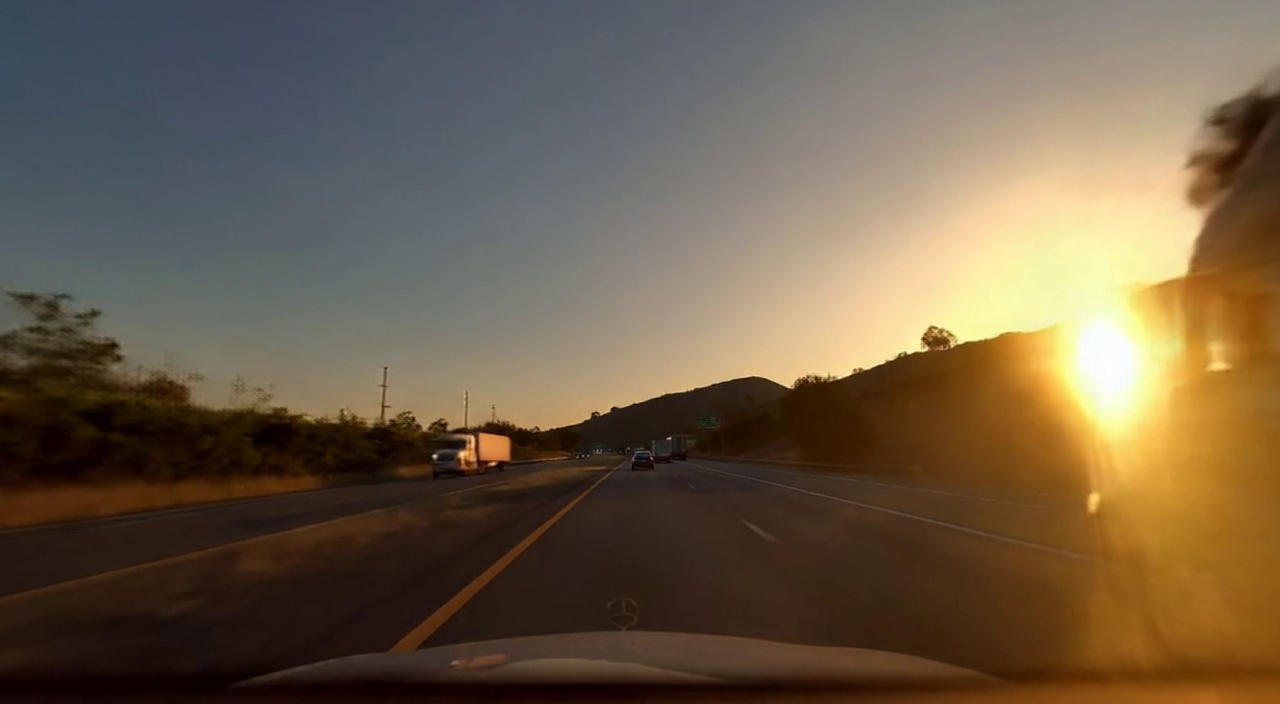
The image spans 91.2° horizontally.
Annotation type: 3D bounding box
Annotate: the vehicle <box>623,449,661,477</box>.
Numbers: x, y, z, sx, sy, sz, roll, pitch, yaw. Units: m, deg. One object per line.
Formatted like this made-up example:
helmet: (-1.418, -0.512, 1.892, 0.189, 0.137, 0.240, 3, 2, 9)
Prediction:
vehicle: (0.091, 6.292, 35.776, 2.083, 1.473, 3.923, 0, -9, -1)
